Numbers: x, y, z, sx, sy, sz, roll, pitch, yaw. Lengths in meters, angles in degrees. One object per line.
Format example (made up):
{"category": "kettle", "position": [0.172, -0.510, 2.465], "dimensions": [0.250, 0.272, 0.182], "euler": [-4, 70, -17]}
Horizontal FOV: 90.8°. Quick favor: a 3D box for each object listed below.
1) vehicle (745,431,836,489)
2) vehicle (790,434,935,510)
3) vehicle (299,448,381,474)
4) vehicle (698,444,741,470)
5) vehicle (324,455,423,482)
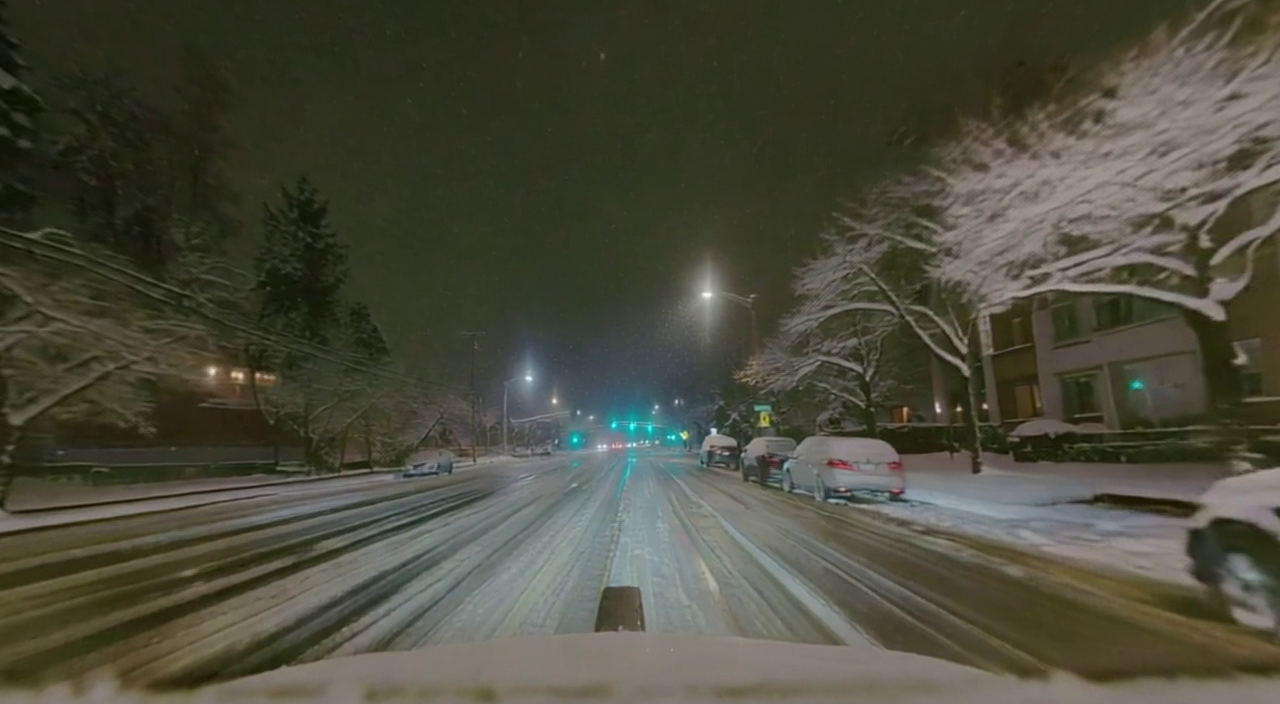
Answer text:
{"category": "vehicle", "position": [4.930, 3.606, 21.348], "dimensions": [2.028, 1.731, 4.241], "euler": [0, -8, 0]}
{"category": "vehicle", "position": [5.046, 2.755, 14.946], "dimensions": [1.837, 1.532, 3.886], "euler": [0, -8, -3]}
{"category": "vehicle", "position": [-22.954, 8.314, 48.382], "dimensions": [5.368, 1.867, 2.307], "euler": [5, -10, -29]}
{"category": "vehicle", "position": [4.645, 6.171, 37.500], "dimensions": [1.935, 1.433, 4.241], "euler": [0, -8, -1]}
{"category": "vehicle", "position": [-15.443, 6.771, 36.877], "dimensions": [4.826, 1.491, 2.086], "euler": [0, -8, -3]}
